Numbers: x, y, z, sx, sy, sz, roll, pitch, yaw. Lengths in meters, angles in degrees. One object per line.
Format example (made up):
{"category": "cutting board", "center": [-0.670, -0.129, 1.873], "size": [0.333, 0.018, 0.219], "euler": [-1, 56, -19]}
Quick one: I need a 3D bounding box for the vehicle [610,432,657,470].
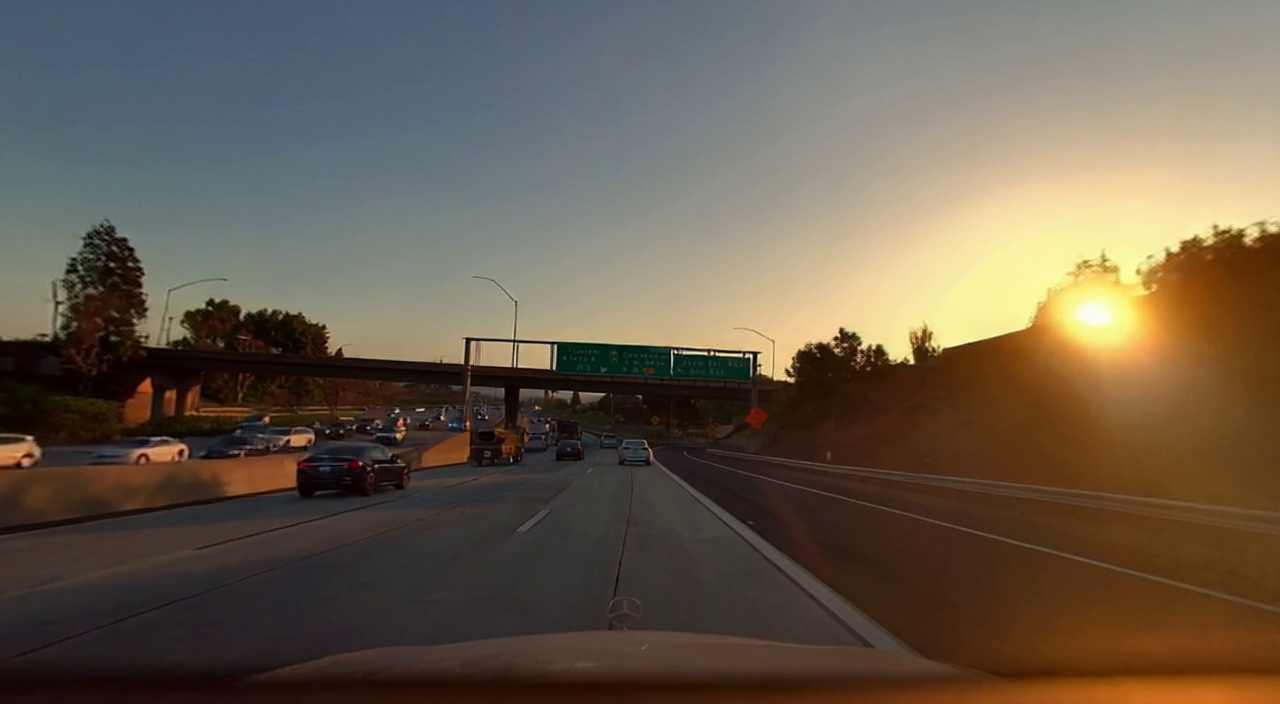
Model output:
{"category": "vehicle", "center": [-0.364, 4.662, 29.986], "size": [2.092, 1.671, 3.772], "euler": [0, -8, -2]}

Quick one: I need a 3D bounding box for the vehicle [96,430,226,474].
{"category": "vehicle", "center": [-19.639, 4.105, 26.176], "size": [1.931, 1.643, 4.533], "euler": [0, -8, -3]}

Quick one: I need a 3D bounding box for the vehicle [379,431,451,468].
{"category": "vehicle", "center": [-11.833, 5.152, 33.559], "size": [2.079, 1.807, 5.187], "euler": [0, -8, -2]}

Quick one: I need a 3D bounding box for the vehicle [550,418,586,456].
{"category": "vehicle", "center": [-5.413, 6.520, 48.077], "size": [2.279, 2.672, 5.256], "euler": [0, -8, -2]}

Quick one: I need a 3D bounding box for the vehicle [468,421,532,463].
{"category": "vehicle", "center": [-8.619, 5.656, 39.595], "size": [2.773, 2.402, 6.232], "euler": [0, -8, -2]}

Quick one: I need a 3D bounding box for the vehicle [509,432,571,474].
{"category": "vehicle", "center": [-4.152, 4.250, 26.781], "size": [2.005, 1.631, 4.295], "euler": [0, -8, -1]}

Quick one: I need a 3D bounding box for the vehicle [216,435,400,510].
{"category": "vehicle", "center": [-7.496, 2.738, 14.855], "size": [1.896, 1.465, 4.399], "euler": [0, -8, 0]}
